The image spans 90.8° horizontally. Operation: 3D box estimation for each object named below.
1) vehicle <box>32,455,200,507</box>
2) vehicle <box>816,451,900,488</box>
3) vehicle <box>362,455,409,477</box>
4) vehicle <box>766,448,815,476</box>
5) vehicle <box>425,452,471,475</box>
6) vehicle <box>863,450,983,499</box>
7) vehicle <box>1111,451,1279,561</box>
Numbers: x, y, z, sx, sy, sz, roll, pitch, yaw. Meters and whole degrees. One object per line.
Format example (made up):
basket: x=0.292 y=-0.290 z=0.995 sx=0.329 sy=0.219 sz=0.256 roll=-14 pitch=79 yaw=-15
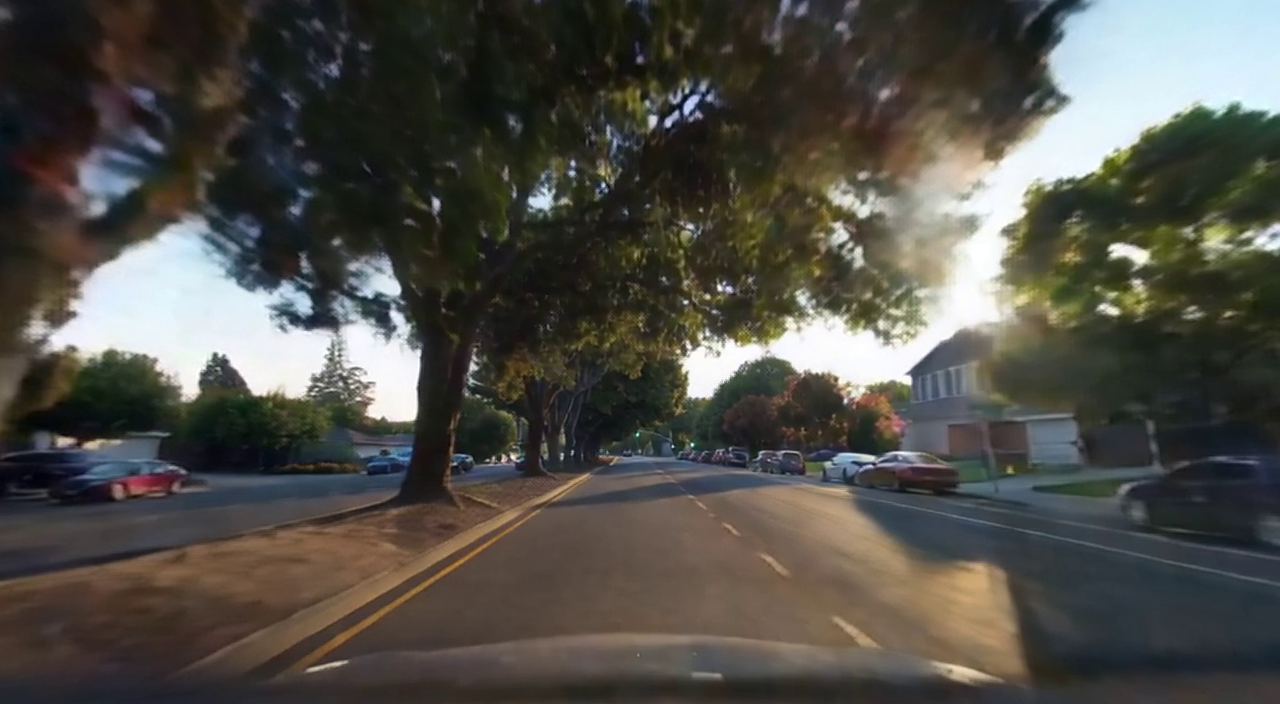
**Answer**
vehicle: x=-18.433 y=4.533 z=22.623 sx=1.885 sy=1.553 sz=4.864 roll=0 pitch=-9 yaw=0
vehicle: x=9.461 y=5.129 z=27.897 sx=1.918 sy=1.454 sz=4.683 roll=0 pitch=-9 yaw=-1
vehicle: x=-18.497 y=8.291 z=46.111 sx=1.702 sy=1.452 sz=4.161 roll=0 pitch=-9 yaw=0
vehicle: x=9.604 y=7.029 z=40.733 sx=1.885 sy=1.685 sz=4.430 roll=0 pitch=-9 yaw=-2
vehicle: x=-12.725 y=7.388 z=42.126 sx=1.769 sy=1.418 sz=4.173 roll=0 pitch=-9 yaw=1
vehicle: x=9.618 y=4.166 z=21.975 sx=1.899 sy=1.475 sz=4.572 roll=0 pitch=-9 yaw=-2
vehicle: x=9.658 y=2.197 z=9.230 sx=1.961 sy=1.456 sz=4.493 roll=0 pitch=-9 yaw=-2
